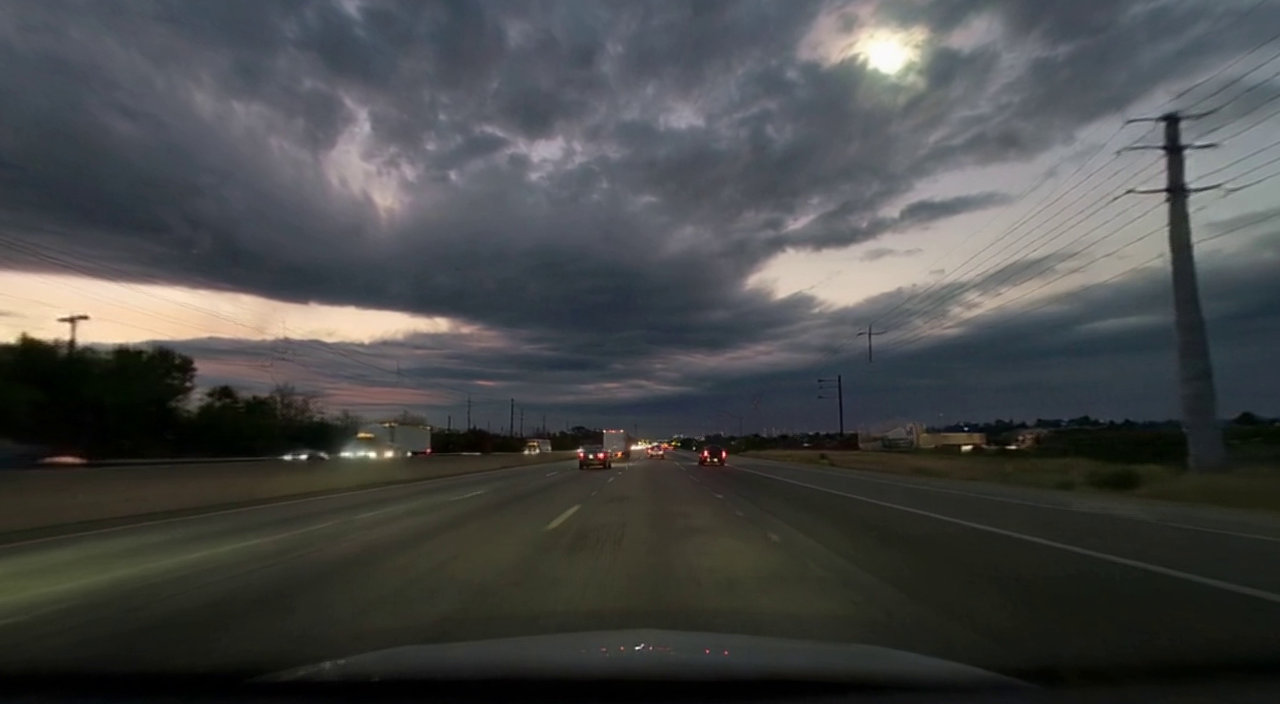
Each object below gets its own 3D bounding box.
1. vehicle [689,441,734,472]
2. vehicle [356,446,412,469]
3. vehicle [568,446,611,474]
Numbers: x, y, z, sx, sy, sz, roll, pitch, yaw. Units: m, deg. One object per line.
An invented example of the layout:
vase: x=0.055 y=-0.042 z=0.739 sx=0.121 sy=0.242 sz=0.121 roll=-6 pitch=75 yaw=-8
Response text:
vehicle: x=4.427 y=6.542 z=39.627 sx=2.214 sy=1.799 sz=4.627 roll=0 pitch=-9 yaw=-1
vehicle: x=-18.105 y=7.476 z=44.849 sx=1.944 sy=1.513 sz=4.559 roll=0 pitch=-9 yaw=2
vehicle: x=-2.777 y=6.062 z=35.513 sx=2.004 sy=1.498 sz=4.043 roll=0 pitch=-9 yaw=1
